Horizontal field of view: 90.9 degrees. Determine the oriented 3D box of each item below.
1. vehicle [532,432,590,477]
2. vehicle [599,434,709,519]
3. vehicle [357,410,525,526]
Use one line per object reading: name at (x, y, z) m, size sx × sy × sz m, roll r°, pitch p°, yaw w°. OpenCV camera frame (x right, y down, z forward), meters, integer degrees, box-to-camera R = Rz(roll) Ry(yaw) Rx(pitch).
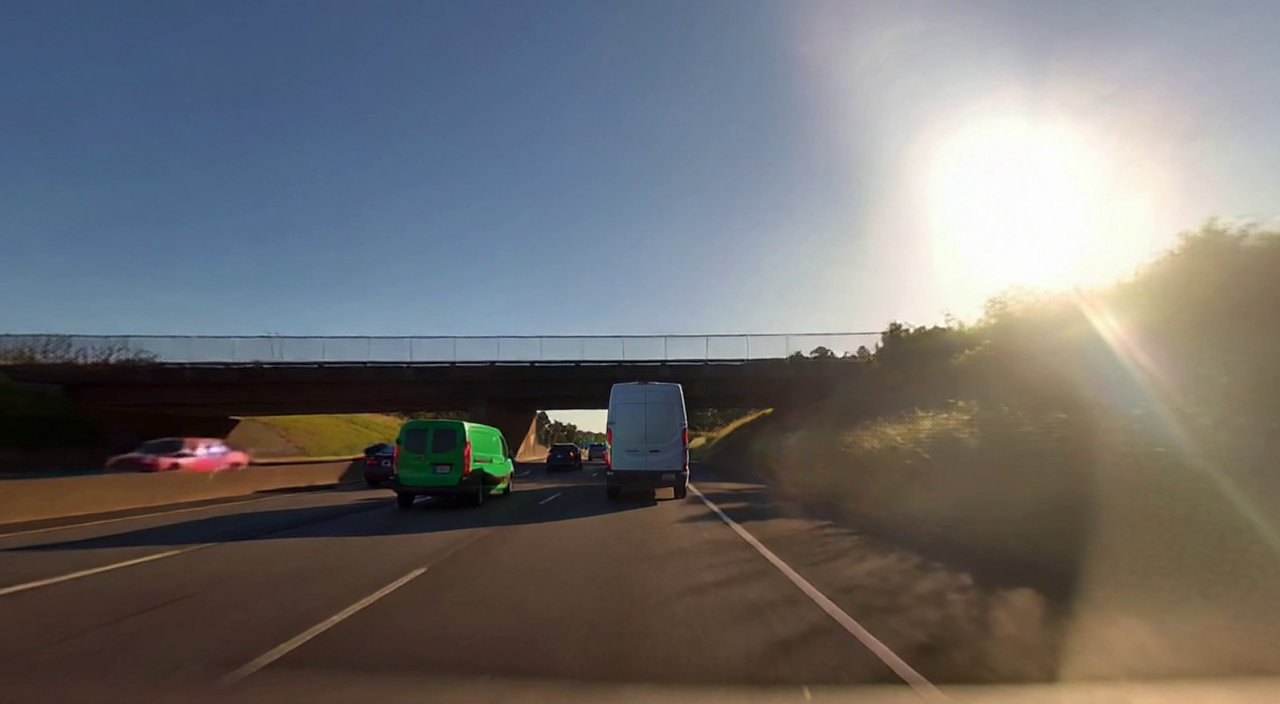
vehicle at (-3.474, 4.636, 28.560) m, size 2.068 × 1.862 × 4.234 m, roll 0°, pitch -9°, yaw 0°
vehicle at (0.239, 2.522, 13.147) m, size 1.991 × 1.507 × 3.391 m, roll 0°, pitch -9°, yaw 0°
vehicle at (-3.639, 2.211, 12.397) m, size 1.951 × 1.882 × 3.979 m, roll 0°, pitch -9°, yaw 0°
